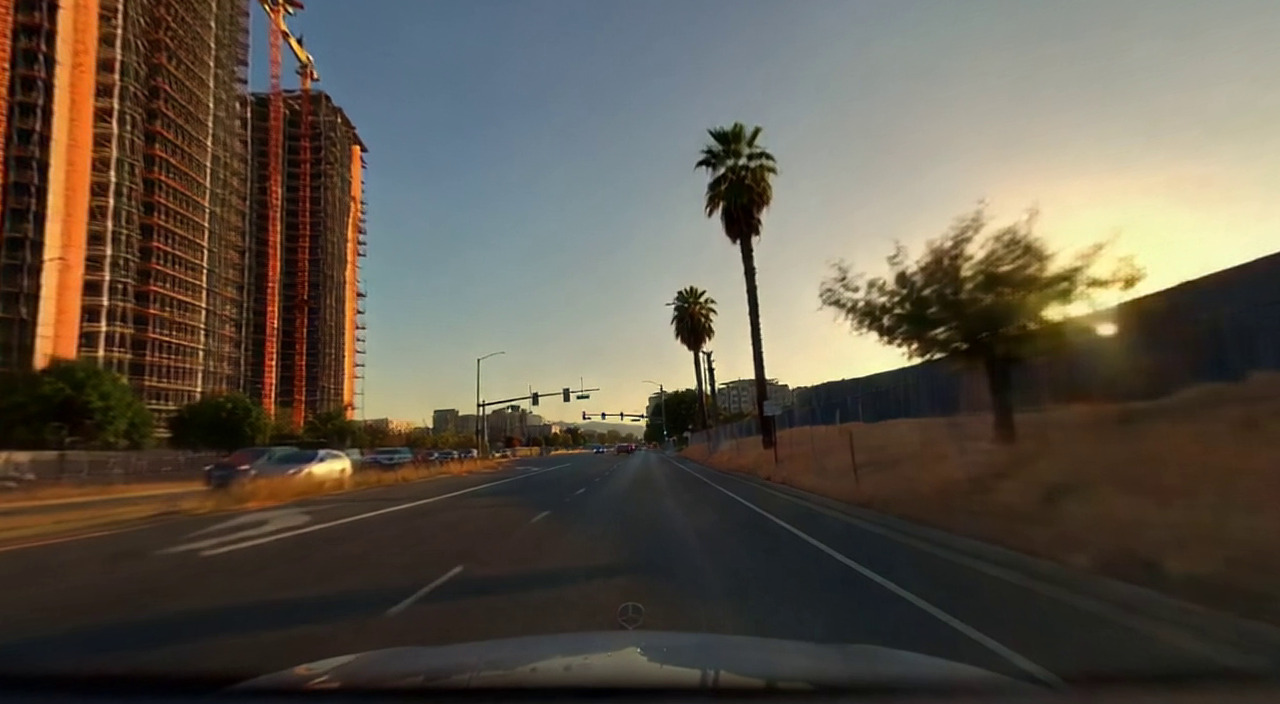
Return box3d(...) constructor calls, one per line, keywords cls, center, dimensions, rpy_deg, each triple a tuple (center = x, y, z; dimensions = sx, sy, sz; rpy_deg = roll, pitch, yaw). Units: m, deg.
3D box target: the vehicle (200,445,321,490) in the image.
box3d(cls="vehicle", center=(-15.764, 4.794, 26.577), dimensions=(2.117, 1.706, 4.847), rpy_deg=(0, -9, -1))
